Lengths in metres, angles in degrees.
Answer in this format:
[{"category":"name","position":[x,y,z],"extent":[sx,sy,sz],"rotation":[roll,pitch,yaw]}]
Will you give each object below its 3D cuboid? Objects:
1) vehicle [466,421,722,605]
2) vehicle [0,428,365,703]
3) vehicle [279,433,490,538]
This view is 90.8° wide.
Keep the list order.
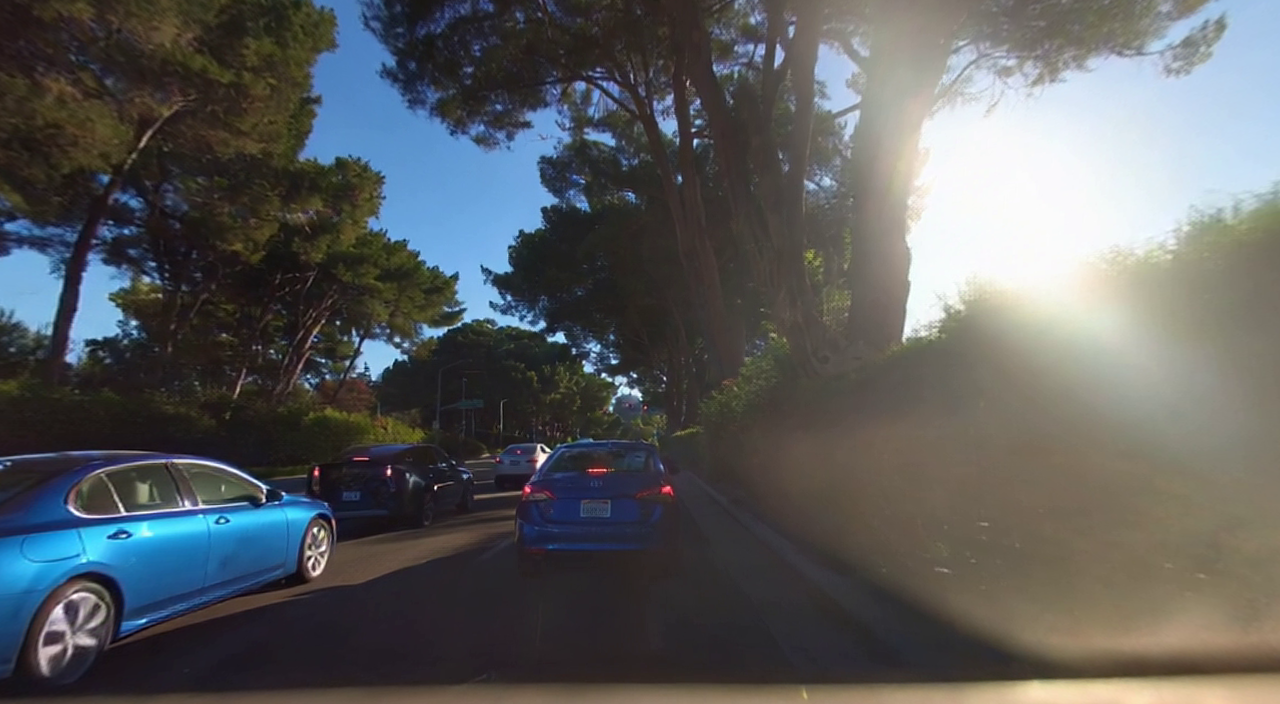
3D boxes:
[{"category":"vehicle","position":[-0.417,1.645,7.393],"extent":[2.127,1.517,4.090],"rotation":[0,-8,-1]},{"category":"vehicle","position":[-3.810,1.289,4.469],"extent":[1.784,1.408,4.141],"rotation":[0,-8,1]},{"category":"vehicle","position":[-4.257,2.276,11.471],"extent":[1.898,1.503,4.453],"rotation":[0,-8,1]}]
